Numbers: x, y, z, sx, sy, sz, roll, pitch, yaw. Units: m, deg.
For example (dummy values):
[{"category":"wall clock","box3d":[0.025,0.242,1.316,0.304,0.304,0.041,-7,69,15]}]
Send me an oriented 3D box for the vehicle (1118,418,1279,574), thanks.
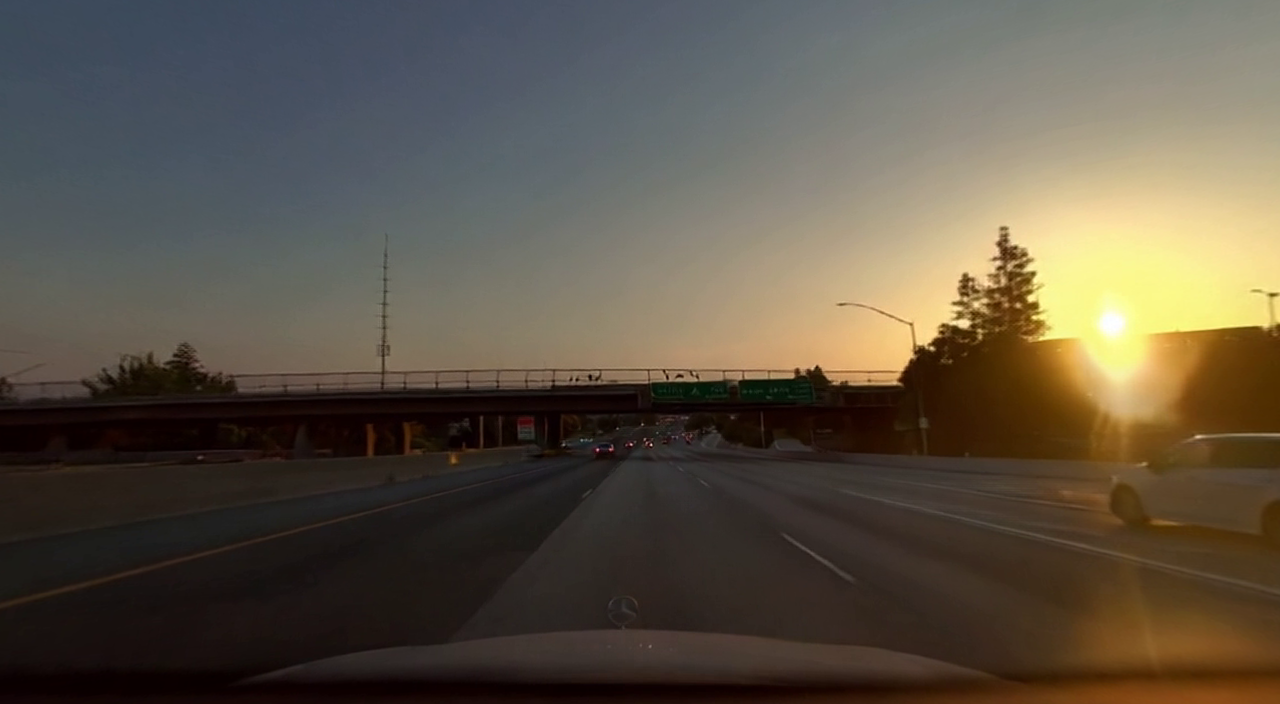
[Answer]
[{"category":"vehicle","box3d":[7.661,1.451,6.235,2.032,1.601,4.863,0,-8,1]}]
